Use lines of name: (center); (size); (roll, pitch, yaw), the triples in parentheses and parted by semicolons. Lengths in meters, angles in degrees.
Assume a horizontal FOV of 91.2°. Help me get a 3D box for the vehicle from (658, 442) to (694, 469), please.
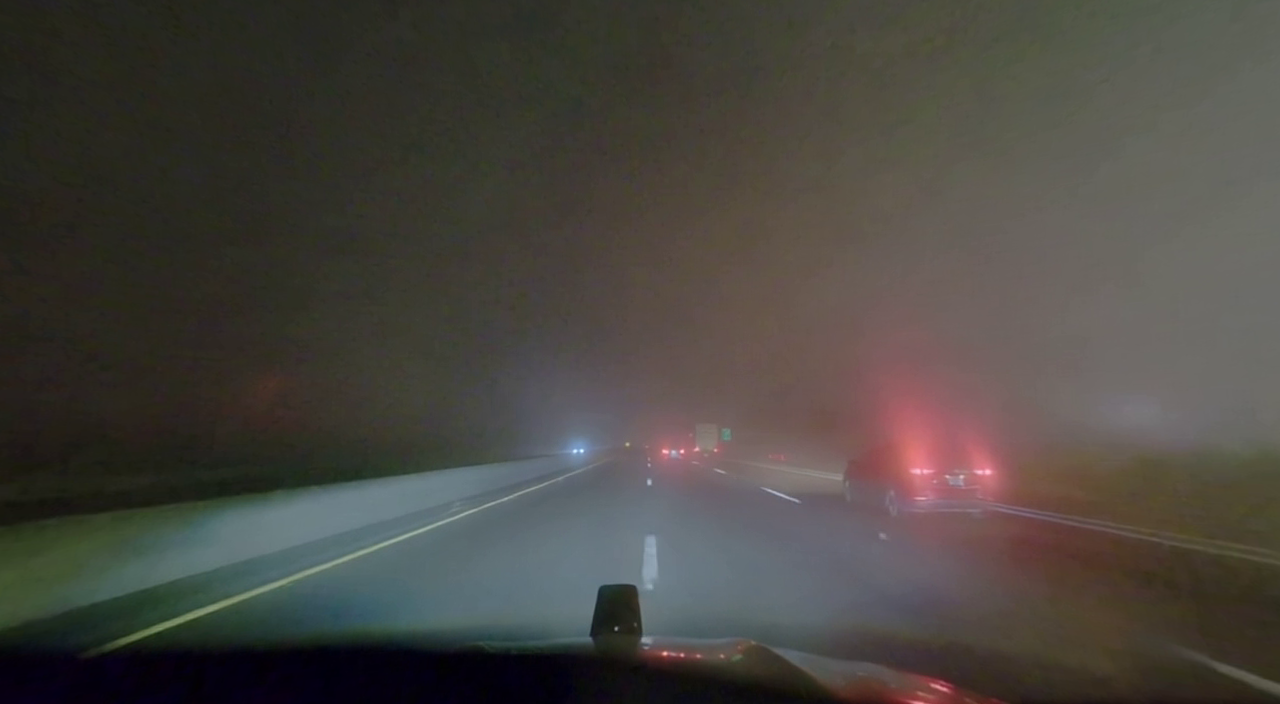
vehicle: (2.247, 6.542, 39.763); (1.970, 1.560, 4.182); (0, -9, -1)
